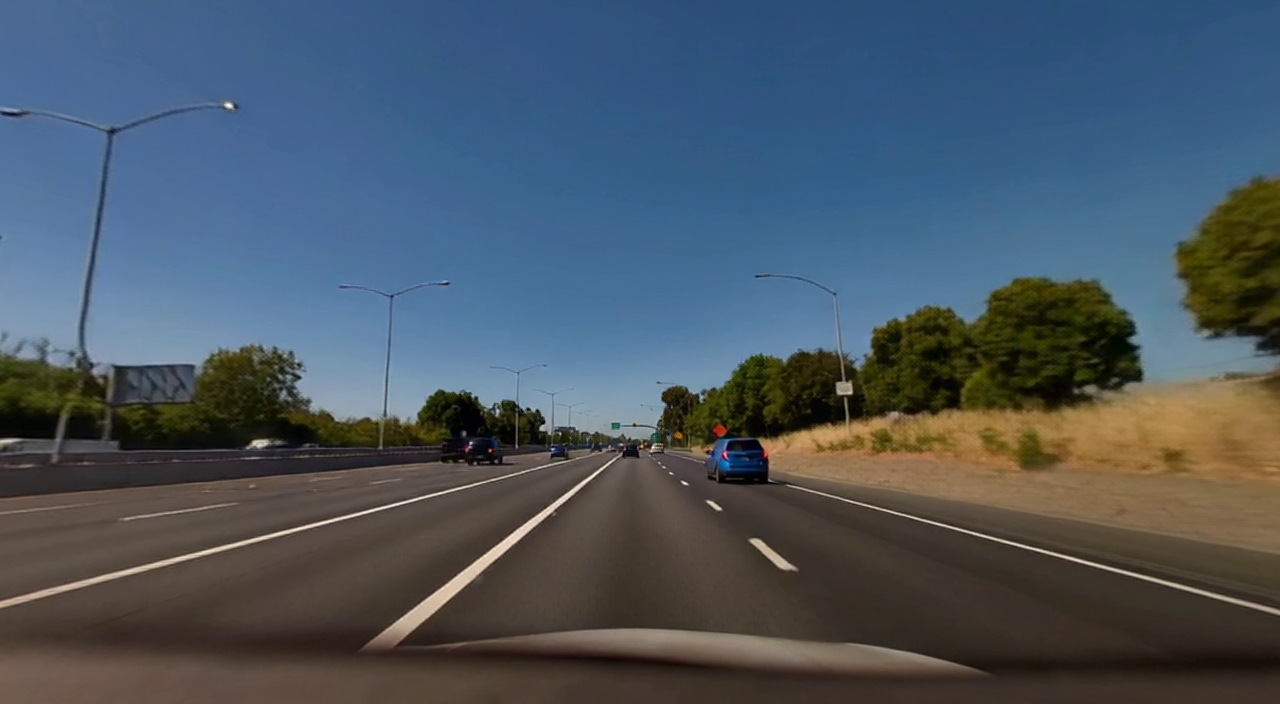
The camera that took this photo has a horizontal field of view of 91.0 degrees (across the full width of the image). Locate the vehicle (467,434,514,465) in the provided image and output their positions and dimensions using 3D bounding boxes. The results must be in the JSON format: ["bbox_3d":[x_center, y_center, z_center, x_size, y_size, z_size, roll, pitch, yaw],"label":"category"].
[{"bbox_3d":[-11.244,7.383,47.677,2.261,2.230,5.435,0,-9,0],"label":"vehicle"}]

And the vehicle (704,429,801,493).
[{"bbox_3d":[3.579,3.594,21.098,2.184,1.892,4.763,0,-8,-2],"label":"vehicle"}]
